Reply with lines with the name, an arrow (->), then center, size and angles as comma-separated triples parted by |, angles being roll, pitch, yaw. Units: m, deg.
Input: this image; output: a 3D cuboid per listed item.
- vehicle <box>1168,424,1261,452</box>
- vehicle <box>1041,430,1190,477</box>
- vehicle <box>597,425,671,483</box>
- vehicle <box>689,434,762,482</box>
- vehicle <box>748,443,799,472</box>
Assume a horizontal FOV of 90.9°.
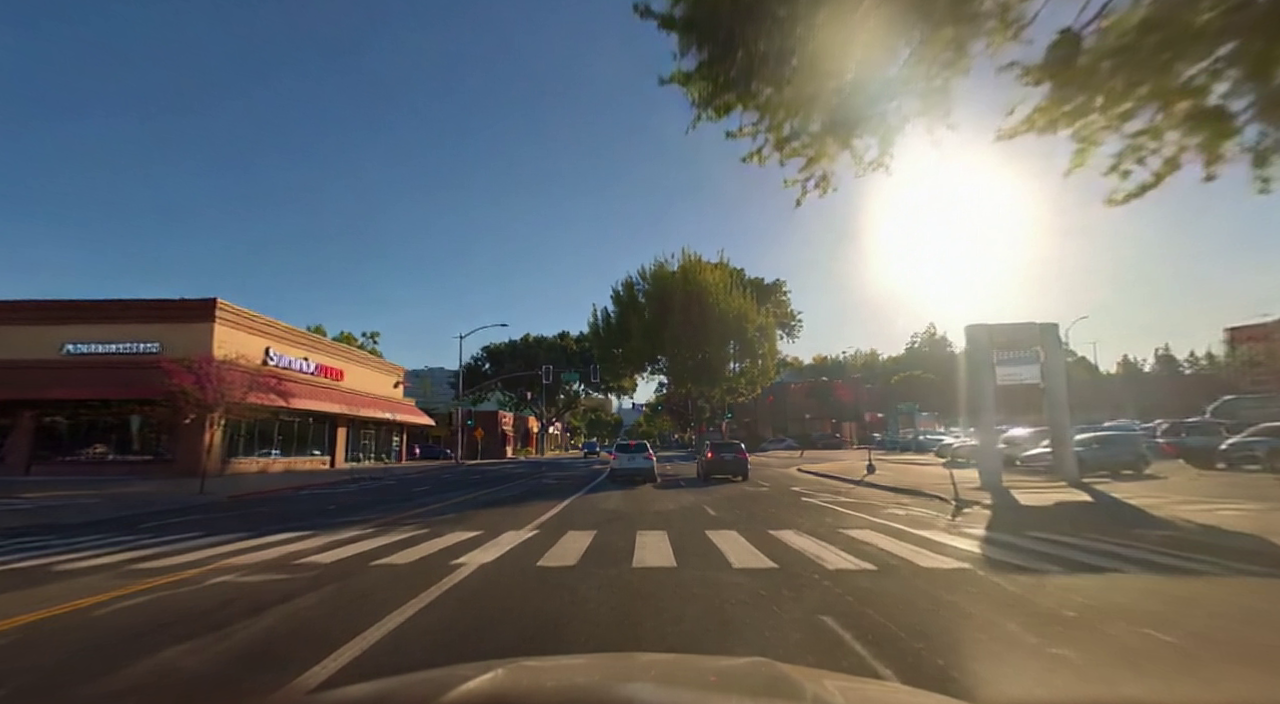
vehicle -> 35.223, 5.329, 38.787 | 1.817, 1.548, 4.050 | -2, -9, -1
vehicle -> 16.585, 3.523, 22.100 | 3.880, 1.538, 1.862 | 1, -8, -8
vehicle -> -0.211, 4.053, 25.313 | 2.638, 2.065, 5.313 | 0, -8, 0
vehicle -> 3.362, 4.291, 25.824 | 2.276, 1.787, 4.630 | 0, -8, -1
vehicle -> 7.018, 5.582, 33.534 | 2.002, 1.427, 4.436 | -1, -8, 3
